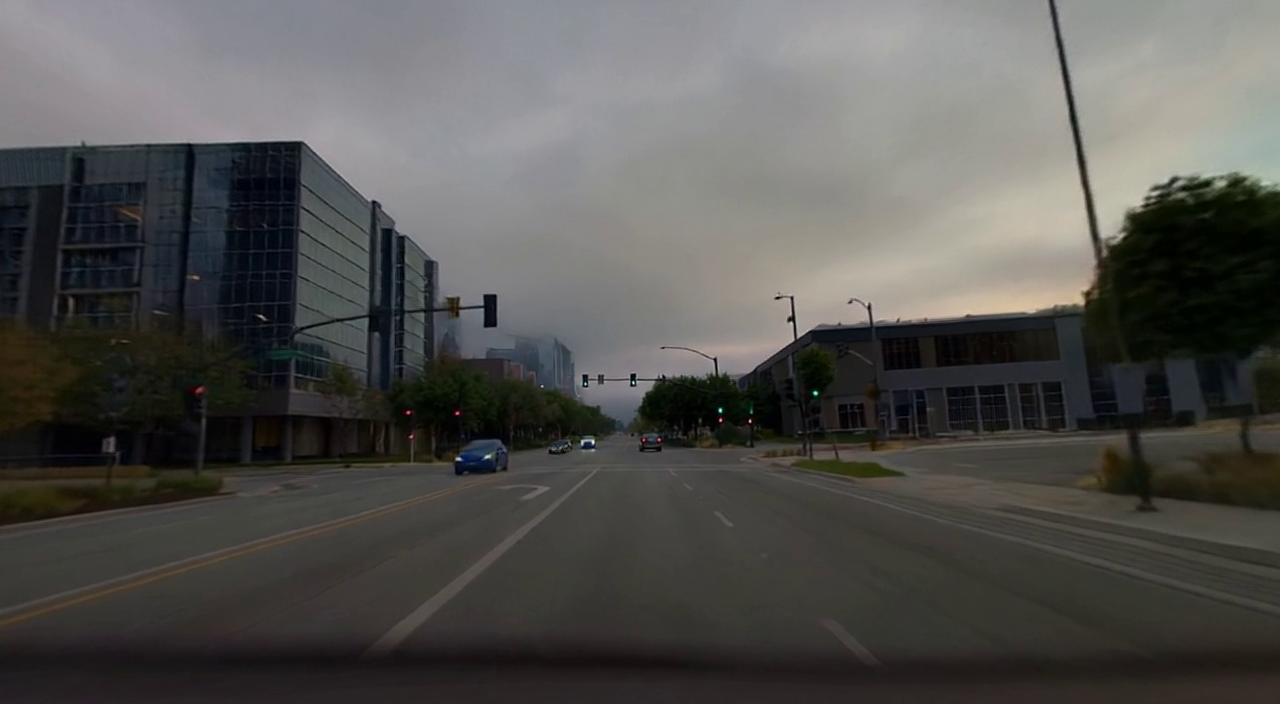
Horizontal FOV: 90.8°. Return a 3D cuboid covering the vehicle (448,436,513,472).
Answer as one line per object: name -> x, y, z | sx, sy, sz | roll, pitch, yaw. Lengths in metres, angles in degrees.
vehicle -> -7.836, 5.044, 31.414 | 2.165, 1.685, 4.274 | 0, -8, -1
